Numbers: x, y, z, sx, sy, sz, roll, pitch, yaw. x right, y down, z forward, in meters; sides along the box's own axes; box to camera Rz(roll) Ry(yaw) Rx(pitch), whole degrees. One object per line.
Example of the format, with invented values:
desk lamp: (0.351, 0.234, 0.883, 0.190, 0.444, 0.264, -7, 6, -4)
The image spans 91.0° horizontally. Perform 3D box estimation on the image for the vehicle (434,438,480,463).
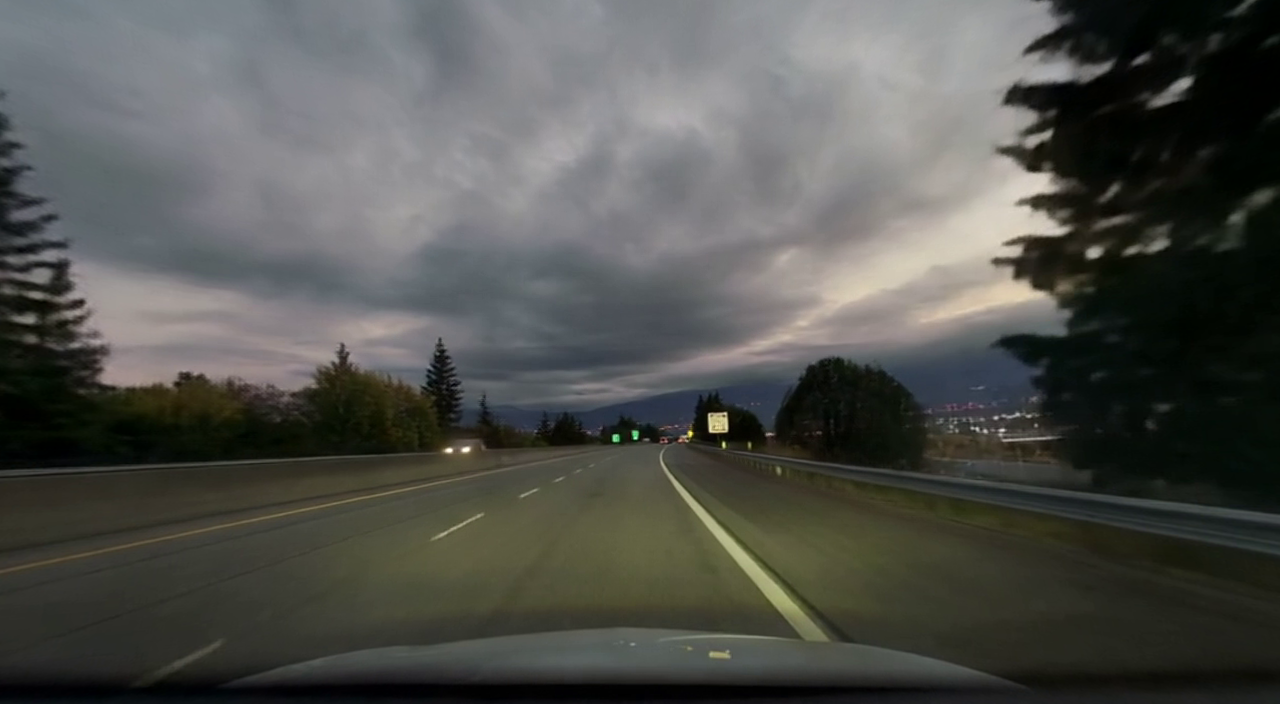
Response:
vehicle: (-13.931, 7.527, 48.187, 2.097, 1.750, 4.773, 0, -8, 0)
